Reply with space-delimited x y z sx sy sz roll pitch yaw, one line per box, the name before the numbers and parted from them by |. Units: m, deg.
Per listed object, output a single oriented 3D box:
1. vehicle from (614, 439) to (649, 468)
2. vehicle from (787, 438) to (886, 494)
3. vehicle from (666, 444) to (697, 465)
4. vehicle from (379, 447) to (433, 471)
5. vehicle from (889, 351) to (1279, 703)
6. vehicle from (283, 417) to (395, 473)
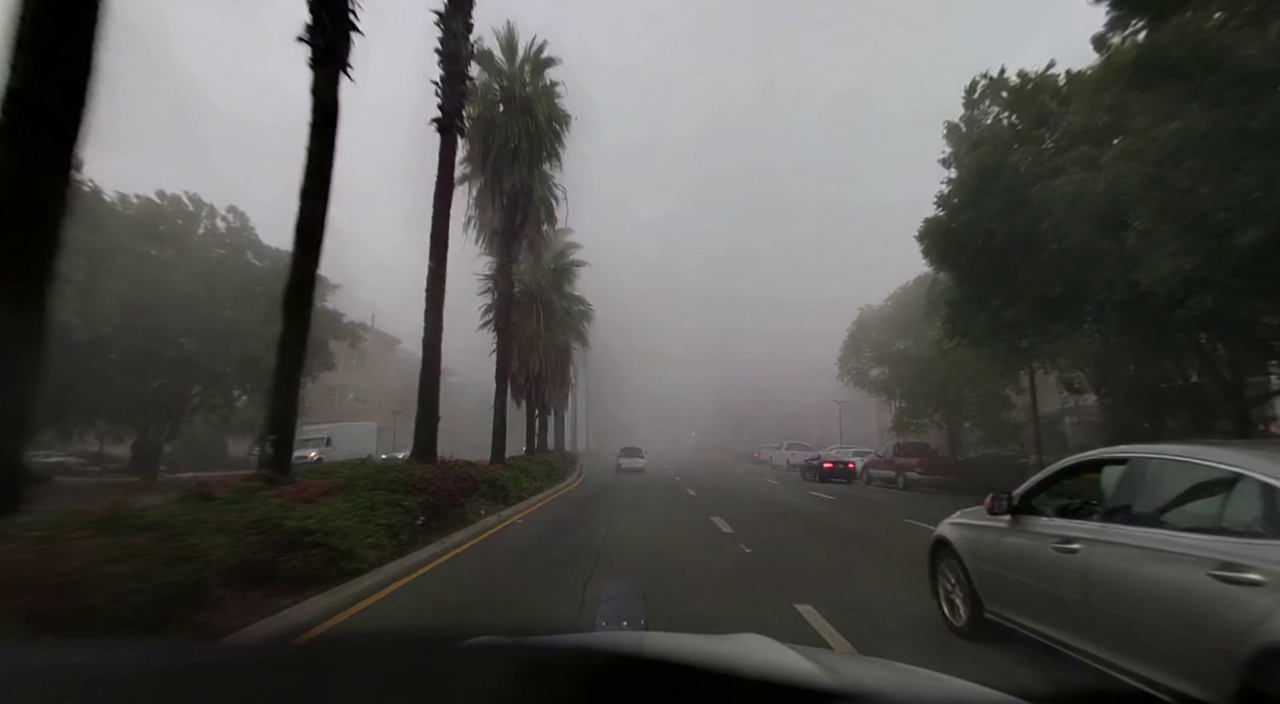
vehicle | -0.519 6.346 39.409 2.087 1.709 4.076 0 -9 0
vehicle | 6.360 3.728 20.942 1.858 1.653 4.194 0 -9 -1
vehicle | 3.190 7.908 48.784 2.032 1.516 4.094 0 -9 -1
vehicle | -15.433 7.040 41.838 1.783 1.477 4.624 0 -9 0
vehicle | 3.026 0.957 2.862 2.009 1.639 4.267 0 -9 0
vehicle | -18.960 5.976 40.481 2.933 3.159 8.124 -1 -9 2
